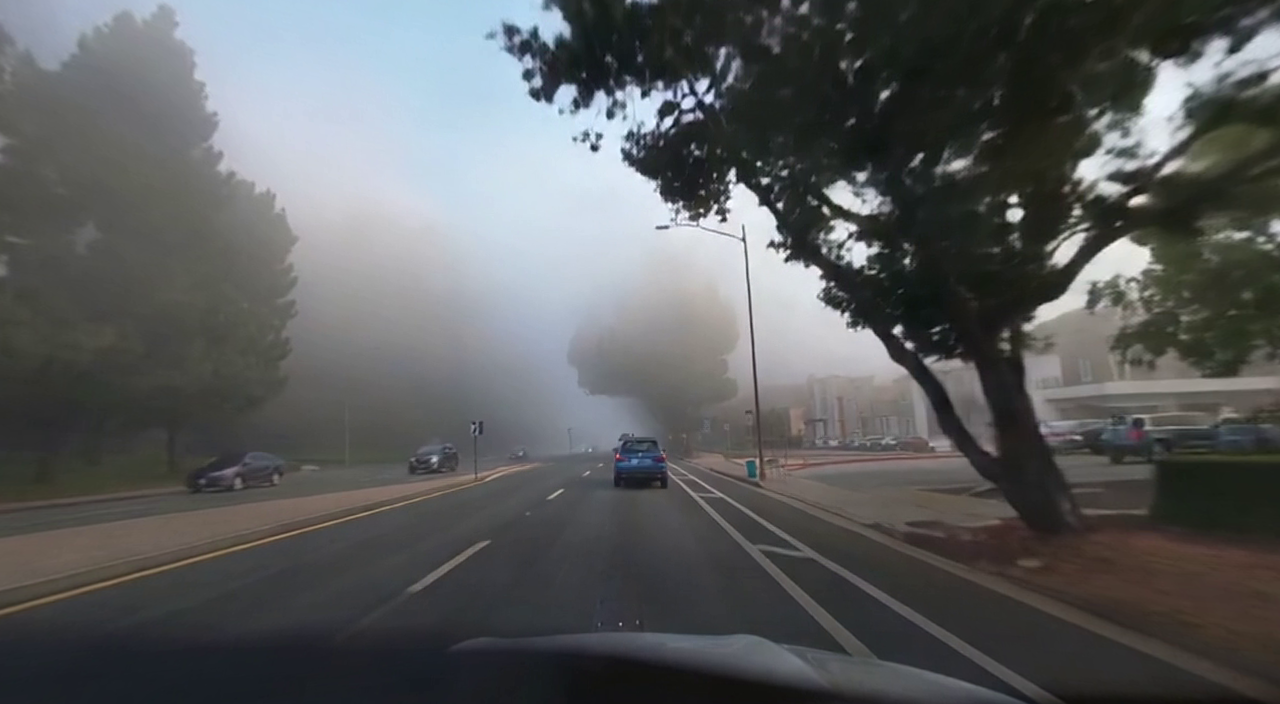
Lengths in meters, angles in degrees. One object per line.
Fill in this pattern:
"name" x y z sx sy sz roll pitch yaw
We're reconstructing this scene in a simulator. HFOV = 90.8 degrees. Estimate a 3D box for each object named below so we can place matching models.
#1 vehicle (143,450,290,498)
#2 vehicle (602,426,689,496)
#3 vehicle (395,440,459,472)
"vehicle" -15.375 4.432 23.338 2.124 1.542 4.702 0 -9 1
"vehicle" 0.123 2.953 17.343 2.094 1.682 3.866 0 -9 0
"vehicle" -12.153 5.960 36.368 2.143 1.711 4.477 0 -8 0
